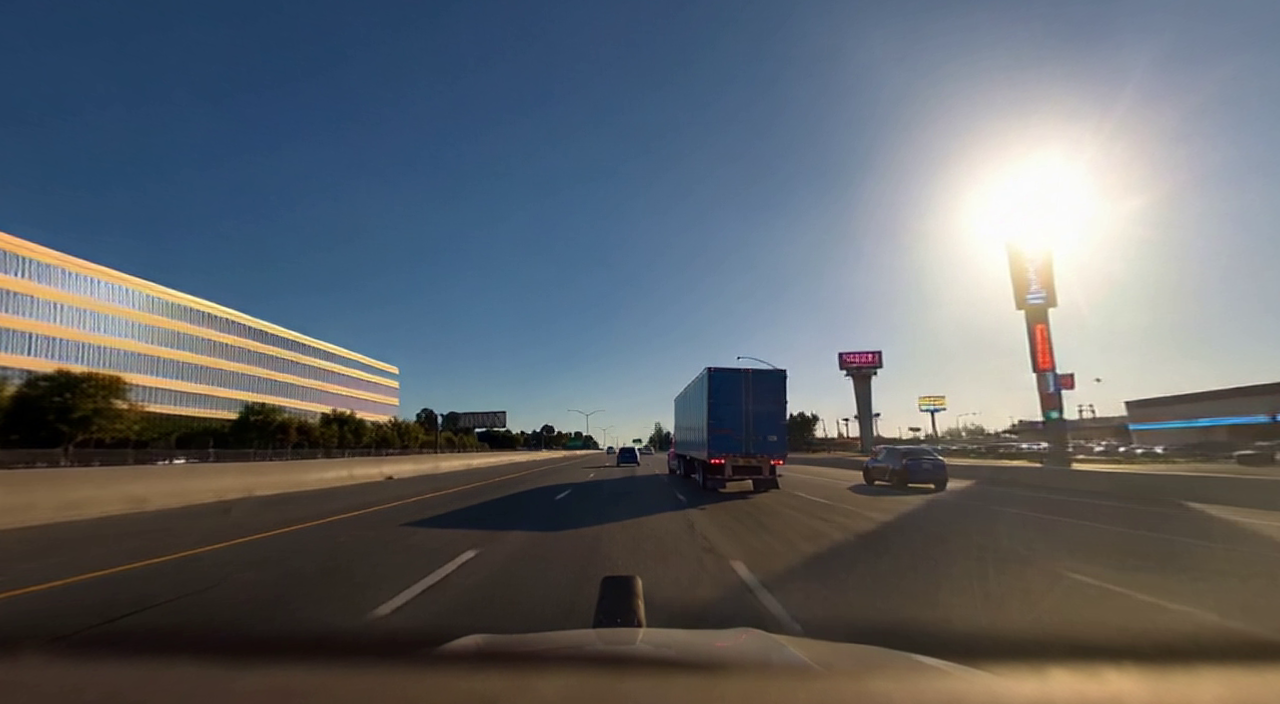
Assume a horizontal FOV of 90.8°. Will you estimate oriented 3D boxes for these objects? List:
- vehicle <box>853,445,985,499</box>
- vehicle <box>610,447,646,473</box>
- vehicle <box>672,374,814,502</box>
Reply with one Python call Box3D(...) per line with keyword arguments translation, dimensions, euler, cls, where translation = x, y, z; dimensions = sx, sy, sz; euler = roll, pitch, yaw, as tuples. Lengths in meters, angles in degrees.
Box3D(translation=(8.607, 3.700, 20.025), dimensions=(2.105, 1.494, 4.537), euler=(0, -9, 0), cls="vehicle")
Box3D(translation=(-0.647, 6.085, 35.876), dimensions=(1.929, 1.395, 3.999), euler=(0, -9, 0), cls="vehicle")
Box3D(translation=(2.959, 3.058, 22.106), dimensions=(2.934, 3.325, 10.986), euler=(0, -9, -1), cls="vehicle")
